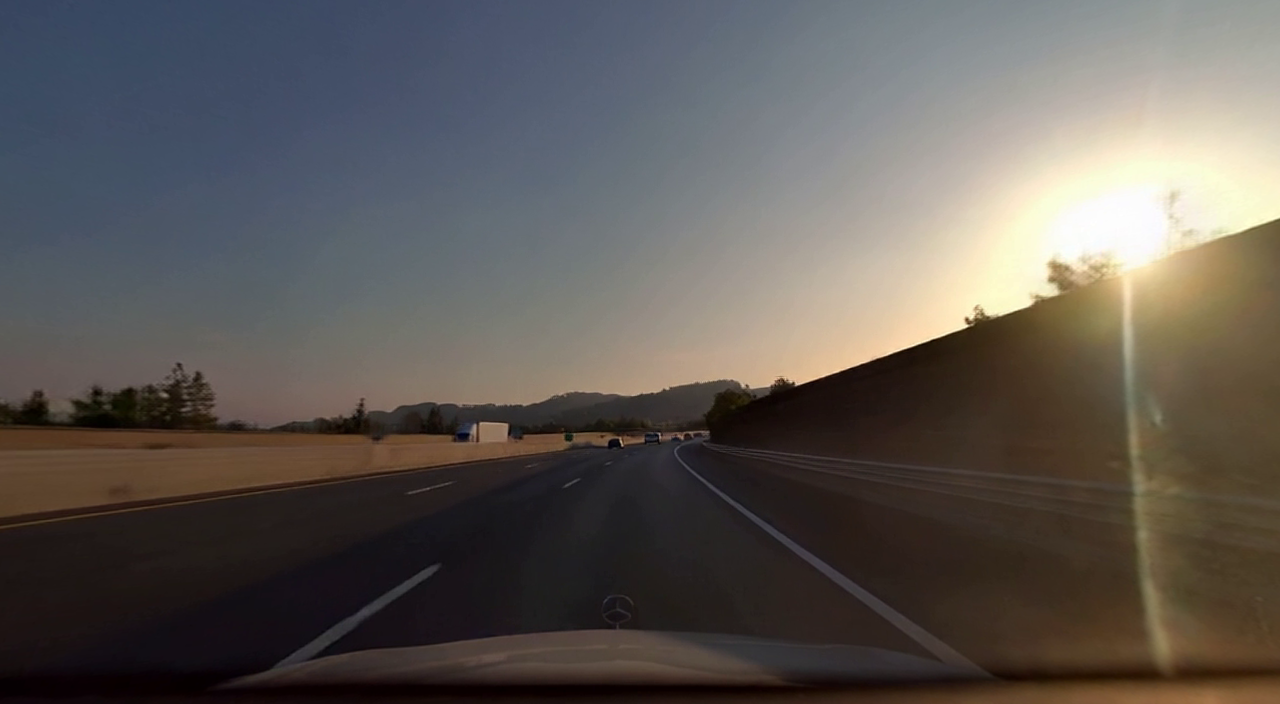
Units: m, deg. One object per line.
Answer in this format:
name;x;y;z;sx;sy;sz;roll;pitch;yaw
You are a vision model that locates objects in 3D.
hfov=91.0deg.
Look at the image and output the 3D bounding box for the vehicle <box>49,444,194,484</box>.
vehicle;-21.695;4.663;26.682;1.944;1.514;4.841;0;-8;2
